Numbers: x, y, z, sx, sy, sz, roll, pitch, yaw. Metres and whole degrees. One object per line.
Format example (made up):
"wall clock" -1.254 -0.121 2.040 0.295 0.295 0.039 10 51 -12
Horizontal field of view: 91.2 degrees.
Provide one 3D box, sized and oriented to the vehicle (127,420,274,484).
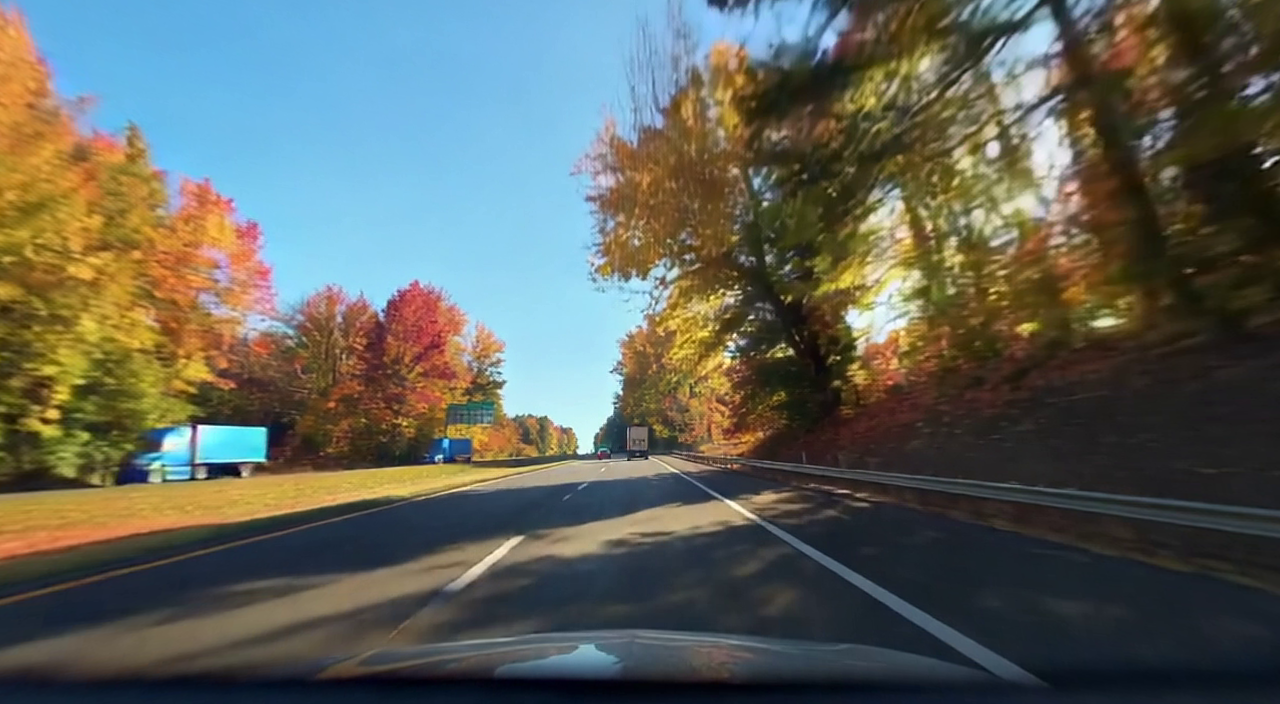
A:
"vehicle" -27.742 6.409 40.318 2.815 3.623 9.029 0 -9 0
